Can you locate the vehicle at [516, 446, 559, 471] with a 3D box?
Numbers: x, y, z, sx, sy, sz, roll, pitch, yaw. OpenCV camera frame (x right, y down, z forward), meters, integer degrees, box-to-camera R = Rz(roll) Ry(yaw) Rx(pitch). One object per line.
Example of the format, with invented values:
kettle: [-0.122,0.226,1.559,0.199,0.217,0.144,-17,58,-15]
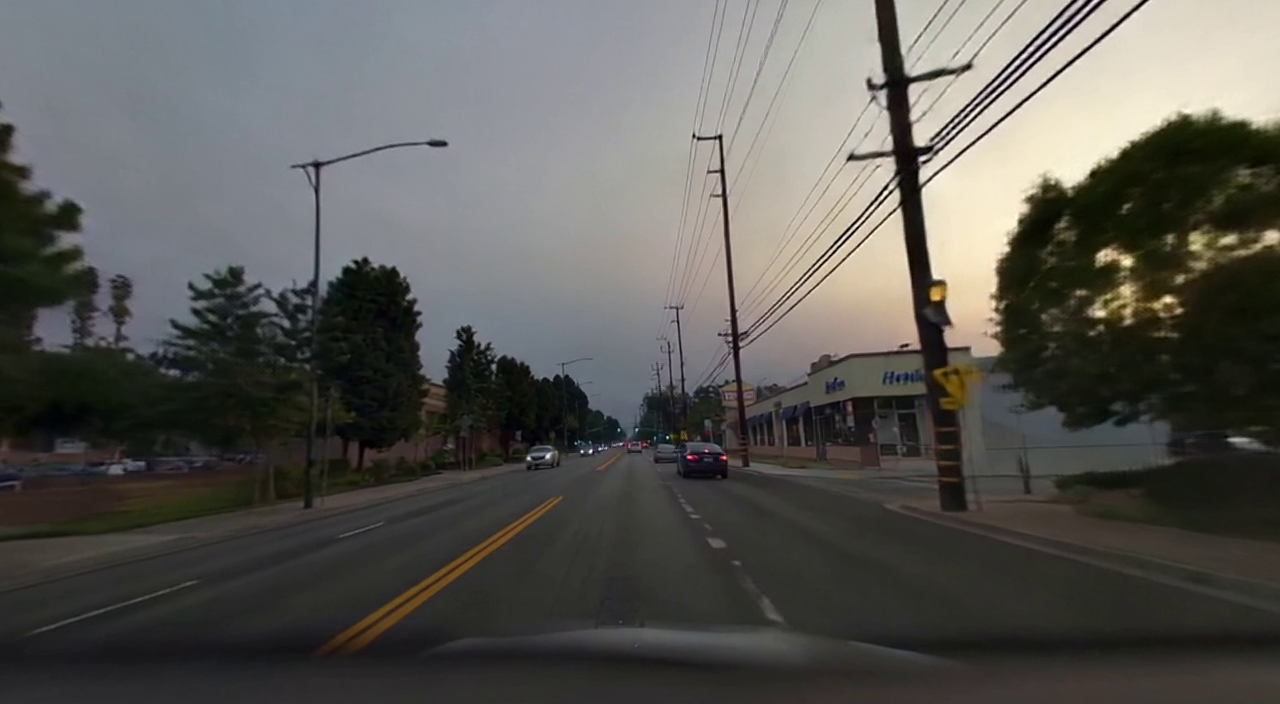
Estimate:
vehicle: [-6.472,6.769,40.385,2.069,1.490,4.254,0,-9,0]

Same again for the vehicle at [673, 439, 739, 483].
vehicle: [2.360,4.018,23.588,1.975,1.497,3.647,0,-9,-2]
